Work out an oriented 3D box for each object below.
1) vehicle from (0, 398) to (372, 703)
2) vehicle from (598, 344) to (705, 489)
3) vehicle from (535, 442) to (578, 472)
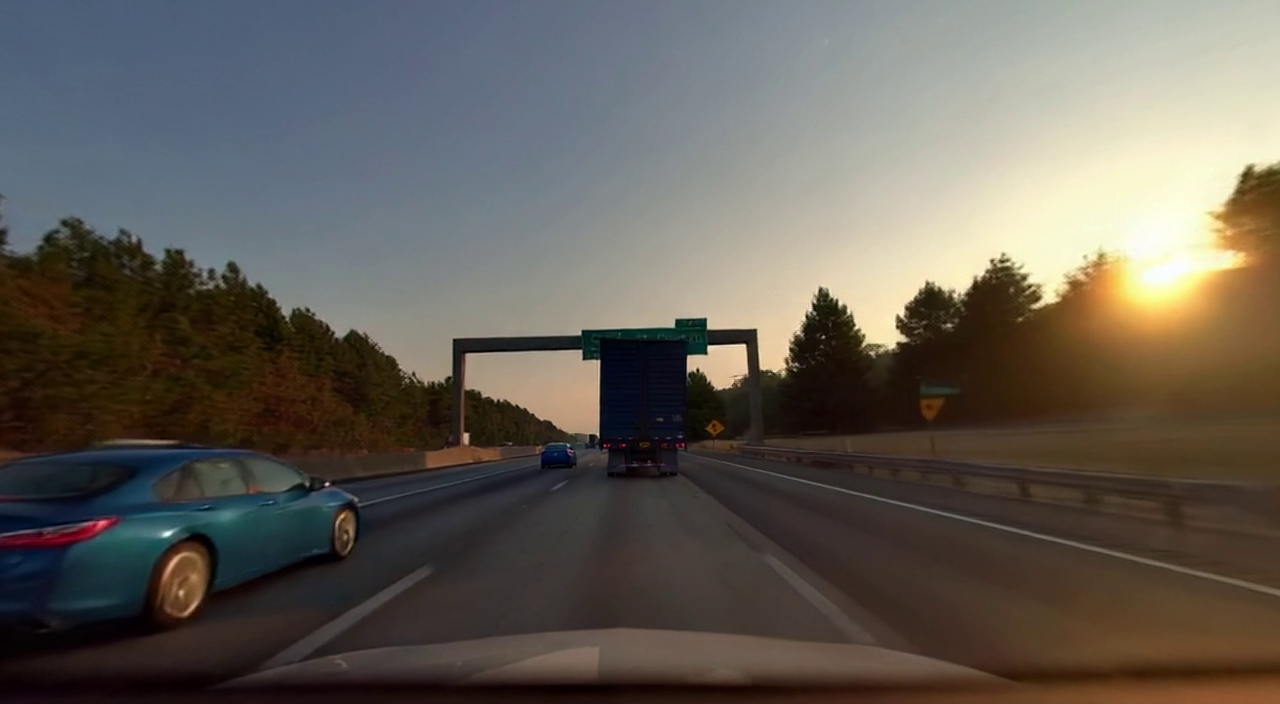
[{"bbox_3d":[-4.227,1.293,4.955,2.116,1.571,4.849,0,-8,0],"label":"vehicle"},{"bbox_3d":[0.246,2.610,23.613,3.073,4.196,10.546,0,-8,-1],"label":"vehicle"},{"bbox_3d":[-4.591,5.814,35.243,1.854,1.530,4.268,0,-8,0],"label":"vehicle"}]
